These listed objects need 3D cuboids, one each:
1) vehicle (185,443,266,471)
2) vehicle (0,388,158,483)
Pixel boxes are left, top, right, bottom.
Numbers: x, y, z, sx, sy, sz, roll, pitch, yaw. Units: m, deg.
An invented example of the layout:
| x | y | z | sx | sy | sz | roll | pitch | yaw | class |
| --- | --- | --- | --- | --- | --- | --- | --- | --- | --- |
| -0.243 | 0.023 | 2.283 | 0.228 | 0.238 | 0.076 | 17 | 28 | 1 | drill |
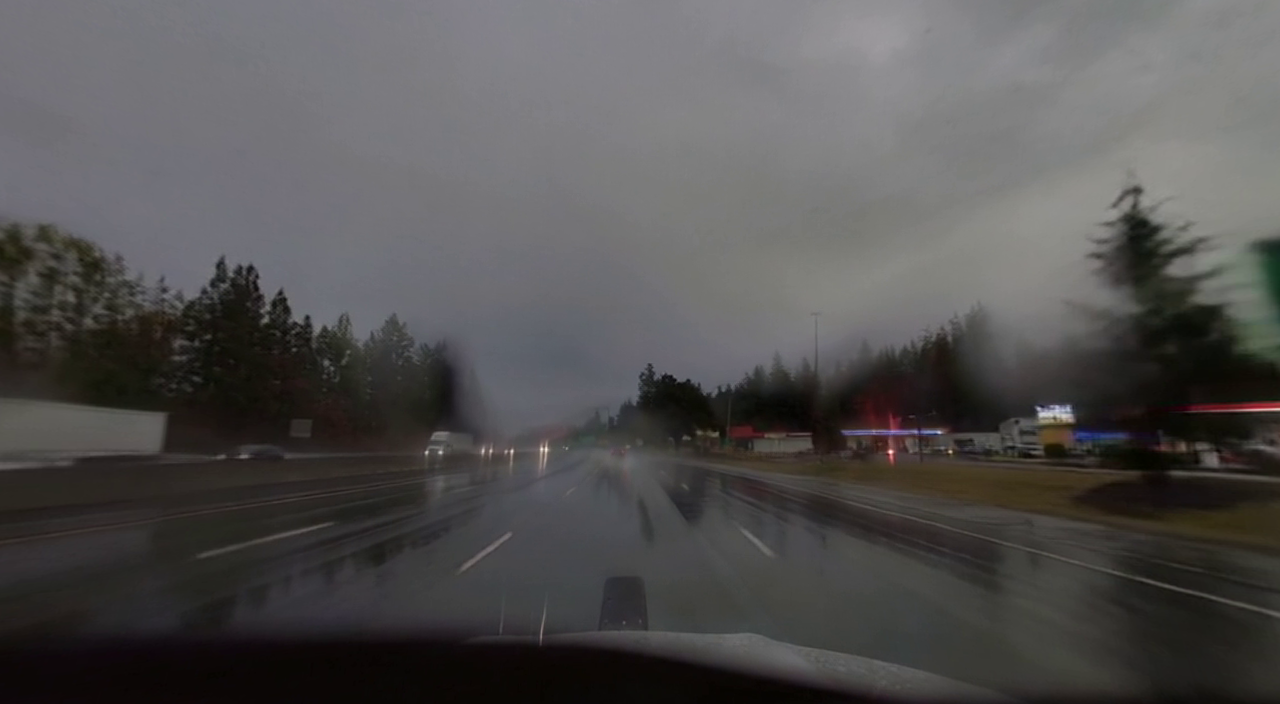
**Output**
| x | y | z | sx | sy | sz | roll | pitch | yaw | class |
| --- | --- | --- | --- | --- | --- | --- | --- | --- | --- |
| -26.820 | 6.794 | 41.039 | 1.933 | 1.714 | 5.121 | 0 | -8 | -2 | vehicle |
| -29.928 | 3.912 | 29.455 | 2.902 | 4.207 | 15.681 | 1 | -8 | -2 | vehicle |
